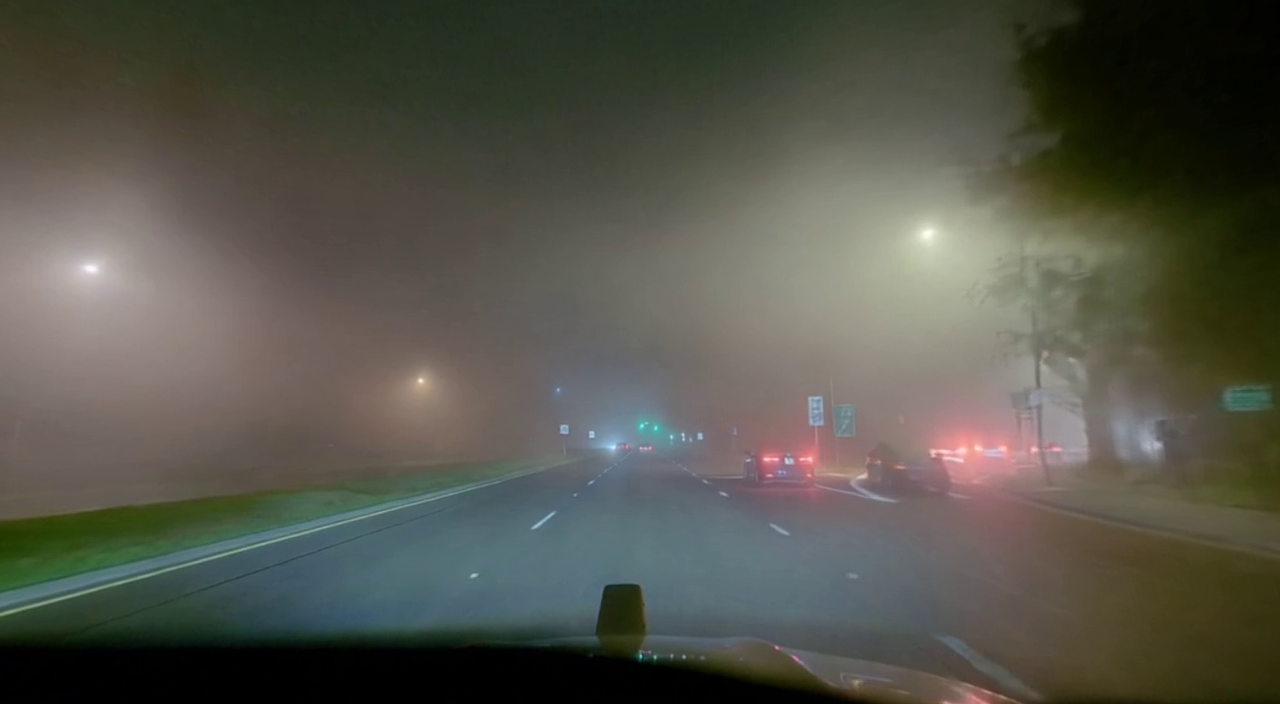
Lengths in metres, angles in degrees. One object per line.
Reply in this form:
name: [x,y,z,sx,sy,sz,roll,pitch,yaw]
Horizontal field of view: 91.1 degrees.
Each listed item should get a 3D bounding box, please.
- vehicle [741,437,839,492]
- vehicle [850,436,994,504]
vehicle: [4.502,3.436,19.521,1.913,1.516,4.322,0,-9,-1]
vehicle: [7.718,3.254,17.864,2.063,1.625,5.102,-1,-9,5]
